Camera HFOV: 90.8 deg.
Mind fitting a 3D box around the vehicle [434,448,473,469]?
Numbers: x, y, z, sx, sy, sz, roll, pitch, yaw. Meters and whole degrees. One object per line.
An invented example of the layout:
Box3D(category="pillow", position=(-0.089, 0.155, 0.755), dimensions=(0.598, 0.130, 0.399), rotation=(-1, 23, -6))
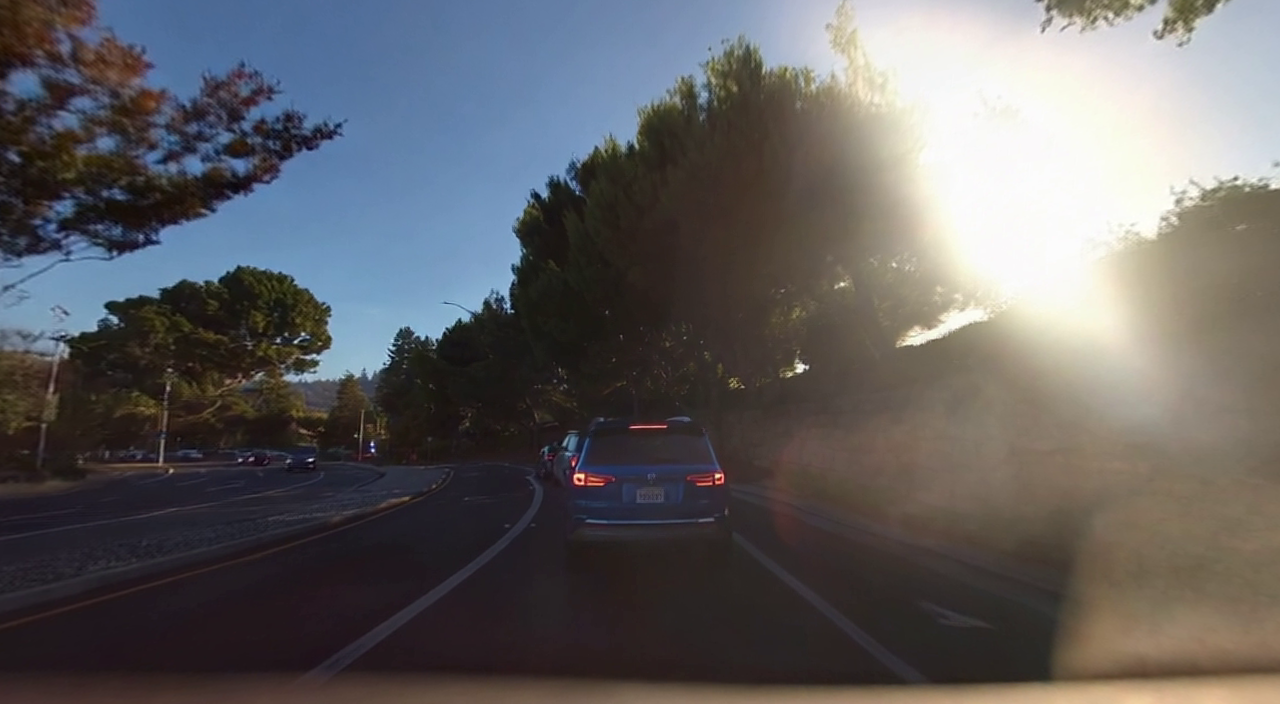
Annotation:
Box3D(category="vehicle", position=(-13.933, 7.919, 47.098), dimensions=(2.023, 1.474, 4.286), rotation=(4, -9, -26))

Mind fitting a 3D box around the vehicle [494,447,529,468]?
Box3D(category="vehicle", position=(-10.115, 8.194, 49.367), dimensions=(1.837, 1.483, 4.559), rotation=(3, -9, -22))

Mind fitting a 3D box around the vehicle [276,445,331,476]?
Box3D(category="vehicle", position=(-19.859, 6.371, 37.441), dimensions=(2.317, 1.695, 4.538), rotation=(3, -9, -22))

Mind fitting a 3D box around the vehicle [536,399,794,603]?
Box3D(category="vehicle", position=(0.045, 1.621, 7.796), dimensions=(2.287, 1.762, 4.269), rotation=(1, -8, -5))
